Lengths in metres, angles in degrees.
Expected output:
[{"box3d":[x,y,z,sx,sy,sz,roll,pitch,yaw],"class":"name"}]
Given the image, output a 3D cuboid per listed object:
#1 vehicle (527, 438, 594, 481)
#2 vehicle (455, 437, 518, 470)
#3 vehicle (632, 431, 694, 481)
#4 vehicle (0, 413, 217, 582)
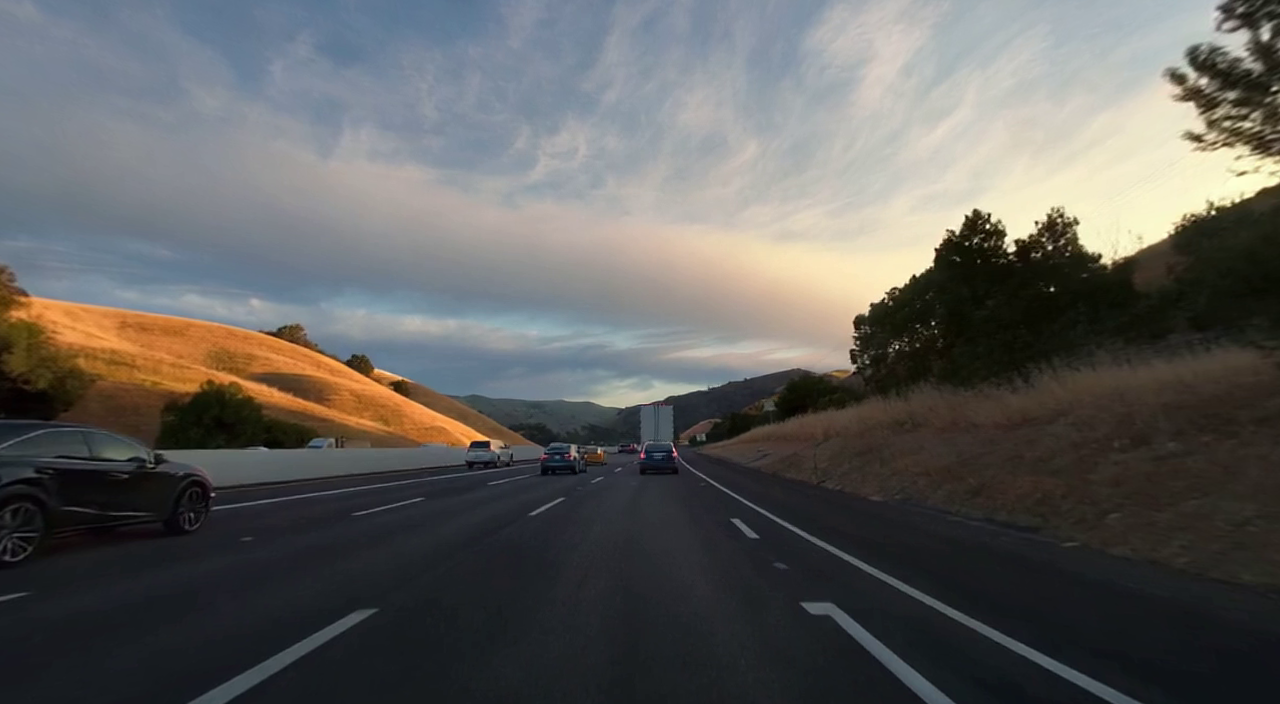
[{"box3d":[-3.302,4.576,27.147,2.155,1.661,4.477,0,-9,2],"class":"vehicle"},{"box3d":[-10.153,6.766,42.296,2.421,2.025,6.236,0,-9,3],"class":"vehicle"},{"box3d":[0.873,4.166,25.416,2.281,1.795,4.297,0,-9,1],"class":"vehicle"},{"box3d":[-7.352,1.527,6.858,2.101,1.648,4.728,0,-9,1],"class":"vehicle"}]
